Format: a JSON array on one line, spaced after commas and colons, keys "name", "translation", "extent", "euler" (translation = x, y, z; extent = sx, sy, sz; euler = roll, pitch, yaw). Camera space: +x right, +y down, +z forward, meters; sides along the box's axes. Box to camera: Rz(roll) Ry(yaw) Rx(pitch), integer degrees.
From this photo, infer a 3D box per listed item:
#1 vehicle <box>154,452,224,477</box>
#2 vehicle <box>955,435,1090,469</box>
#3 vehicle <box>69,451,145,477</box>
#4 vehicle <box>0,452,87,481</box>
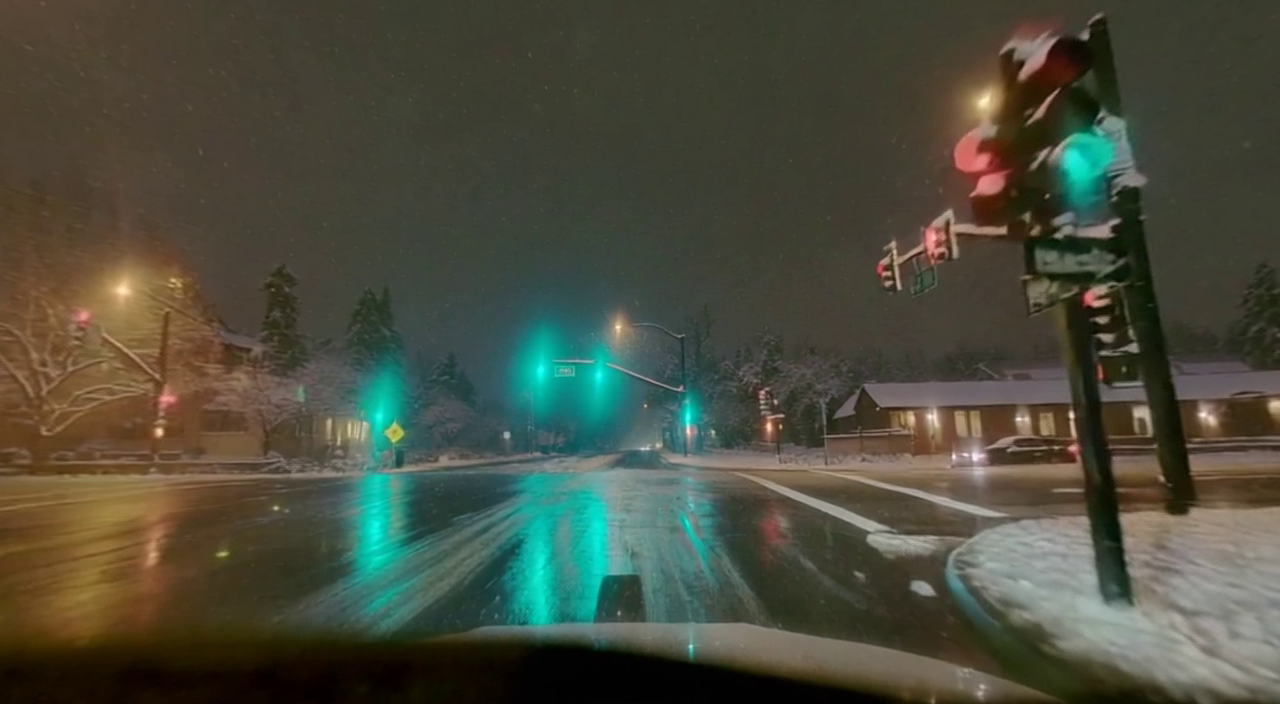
[{"name": "vehicle", "translation": [-27.815, 6.910, 39.111], "extent": [1.665, 1.386, 4.012], "euler": [1, -9, -7]}, {"name": "vehicle", "translation": [16.850, 4.417, 28.051], "extent": [4.720, 1.410, 1.784], "euler": [-1, -9, 9]}, {"name": "vehicle", "translation": [-32.172, 6.742, 38.283], "extent": [1.816, 1.423, 4.126], "euler": [2, -9, -15]}, {"name": "vehicle", "translation": [-34.896, 6.665, 37.068], "extent": [2.000, 1.582, 4.063], "euler": [3, -9, -17]}]
